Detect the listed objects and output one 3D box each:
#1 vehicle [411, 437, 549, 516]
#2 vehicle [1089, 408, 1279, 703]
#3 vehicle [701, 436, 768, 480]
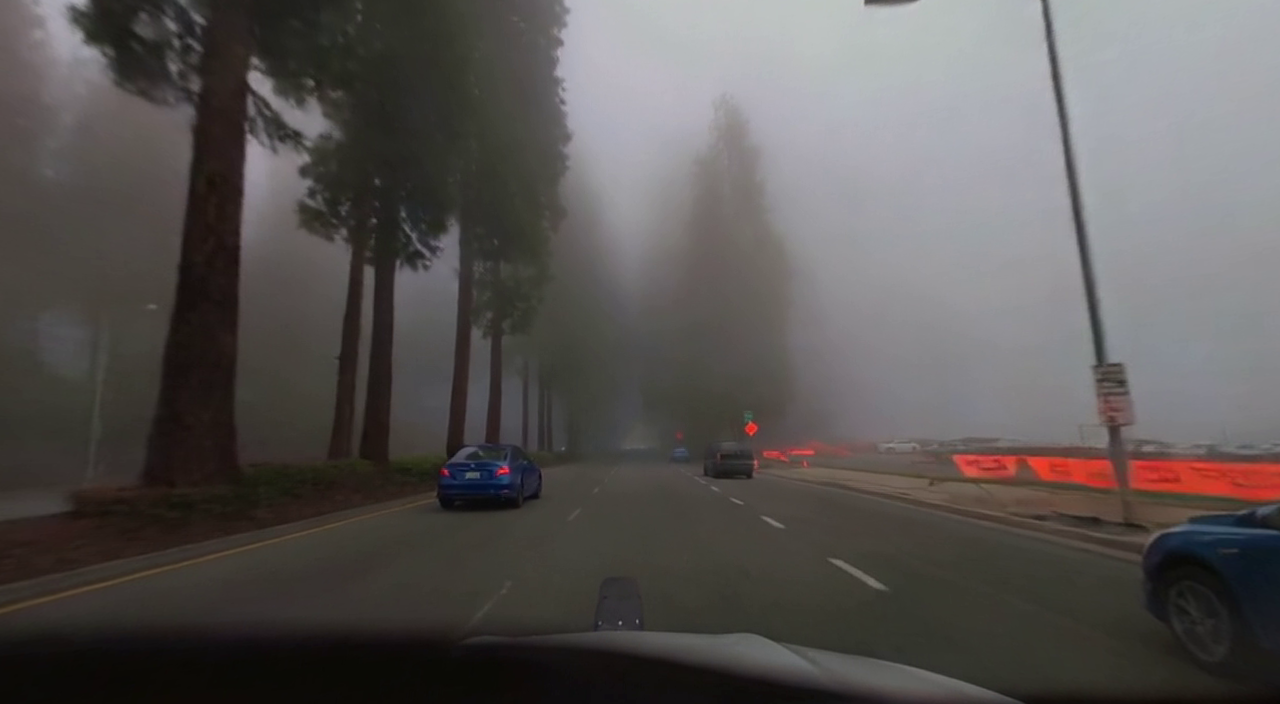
[{"bbox_3d":[-3.337,2.687,14.095,2.020,1.474,4.098,0,-9,0],"label":"vehicle"},{"bbox_3d":[4.068,0.926,2.463,1.827,1.491,3.743,0,-9,0],"label":"vehicle"},{"bbox_3d":[4.122,4.730,28.451,2.159,1.793,4.735,0,-9,-1],"label":"vehicle"}]
